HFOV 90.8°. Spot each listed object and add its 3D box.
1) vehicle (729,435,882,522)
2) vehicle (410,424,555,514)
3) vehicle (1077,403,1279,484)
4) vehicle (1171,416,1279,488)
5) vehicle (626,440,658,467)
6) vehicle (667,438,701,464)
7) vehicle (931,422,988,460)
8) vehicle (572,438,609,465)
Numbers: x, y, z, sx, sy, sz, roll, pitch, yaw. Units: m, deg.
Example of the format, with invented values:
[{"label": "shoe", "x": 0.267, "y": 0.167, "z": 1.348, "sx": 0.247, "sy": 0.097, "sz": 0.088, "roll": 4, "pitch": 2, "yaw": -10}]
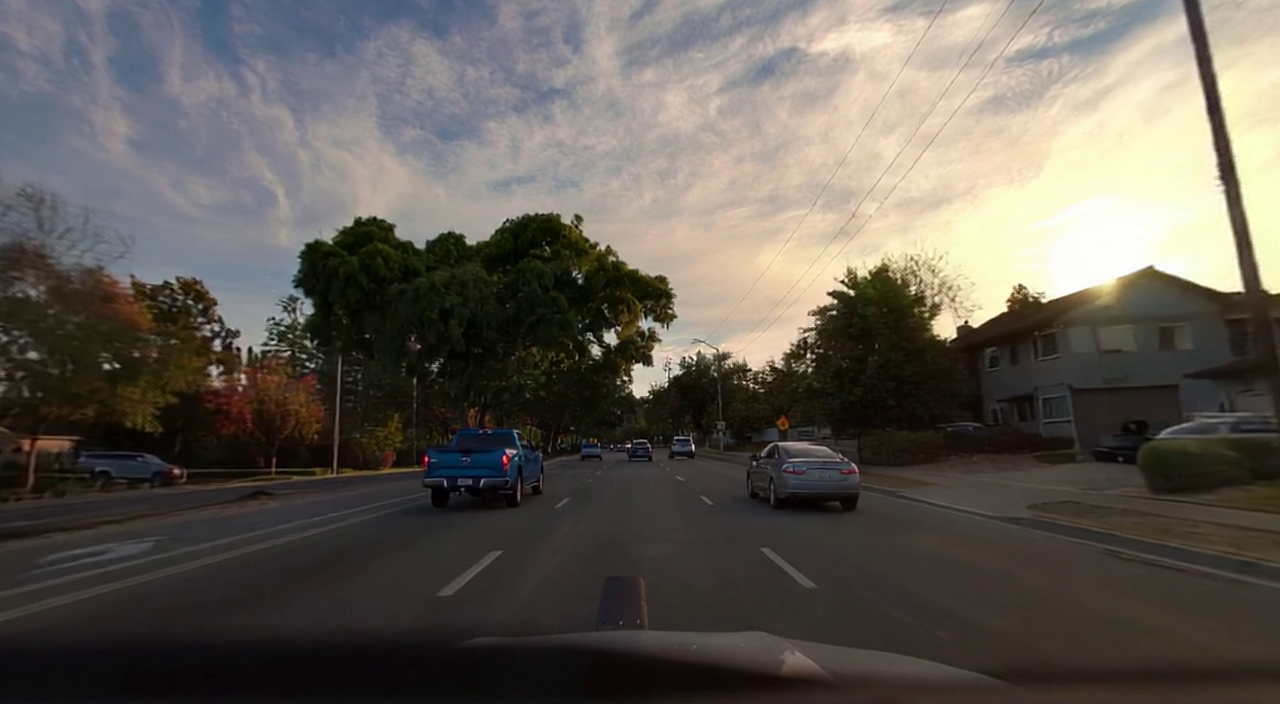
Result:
[{"label": "vehicle", "x": 3.128, "y": 2.472, "z": 12.922, "sx": 1.884, "sy": 1.463, "sz": 4.195, "roll": 0, "pitch": -8, "yaw": -1}, {"label": "vehicle", "x": -3.468, "y": 2.703, "z": 15.148, "sx": 2.111, "sy": 1.745, "sz": 5.274, "roll": 0, "pitch": -8, "yaw": 0}, {"label": "vehicle", "x": 14.826, "y": 2.398, "z": 16.706, "sx": 4.814, "sy": 1.805, "sz": 2.051, "roll": -4, "pitch": -9, "yaw": 4}, {"label": "vehicle", "x": 14.856, "y": 2.212, "z": 14.103, "sx": 4.267, "sy": 1.480, "sz": 1.817, "roll": 0, "pitch": -8, "yaw": 1}, {"label": "vehicle", "x": 0.093, "y": 6.464, "z": 40.511, "sx": 1.997, "sy": 1.636, "sz": 3.760, "roll": 0, "pitch": -8, "yaw": -1}, {"label": "vehicle", "x": 3.294, "y": 7.484, "z": 48.028, "sx": 2.099, "sy": 1.845, "sz": 4.363, "roll": 0, "pitch": -8, "yaw": -2}, {"label": "vehicle", "x": 15.493, "y": 4.369, "z": 30.829, "sx": 1.899, "sy": 1.690, "sz": 4.275, "roll": -3, "pitch": -9, "yaw": 20}, {"label": "vehicle", "x": -3.438, "y": 6.977, "z": 44.422, "sx": 2.218, "sy": 1.829, "sz": 4.492, "roll": 0, "pitch": -8, "yaw": 0}]
